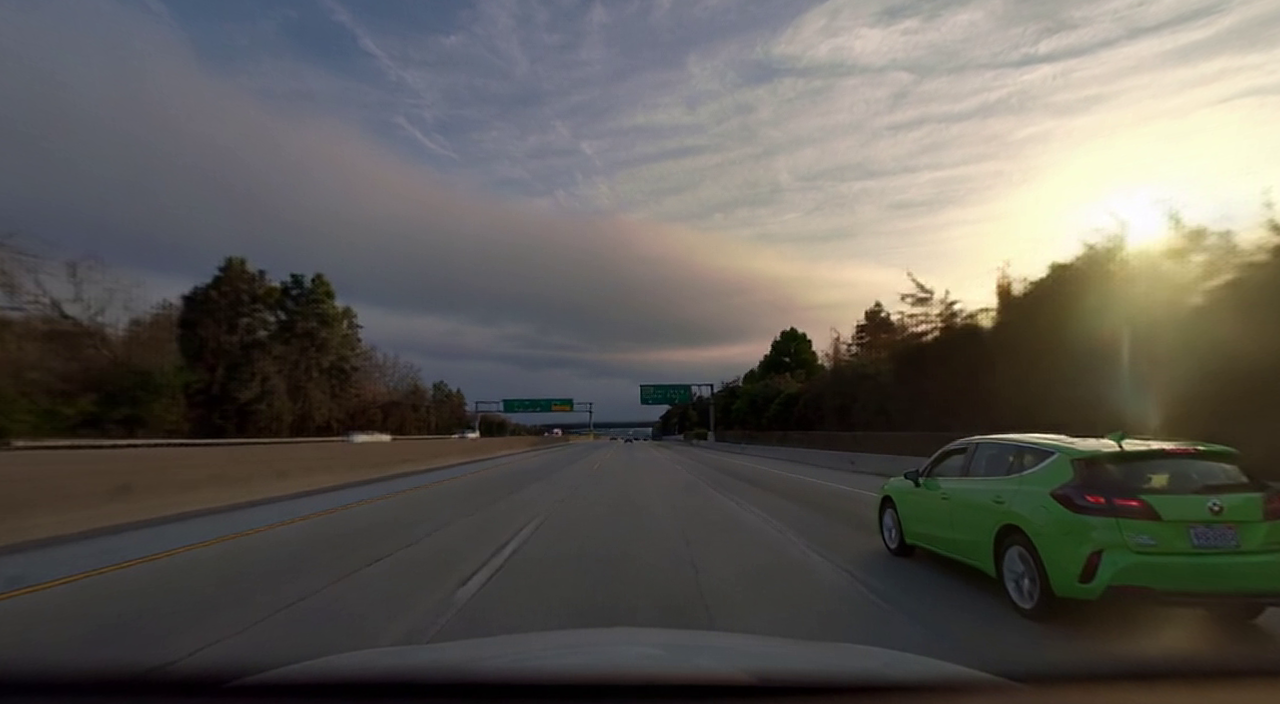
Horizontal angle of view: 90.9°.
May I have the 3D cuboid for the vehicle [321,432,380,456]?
[{"bbox_3d":[-18.864,6.039,41.309,1.872,1.469,4.419,0,-8,-2],"label":"vehicle"}]
